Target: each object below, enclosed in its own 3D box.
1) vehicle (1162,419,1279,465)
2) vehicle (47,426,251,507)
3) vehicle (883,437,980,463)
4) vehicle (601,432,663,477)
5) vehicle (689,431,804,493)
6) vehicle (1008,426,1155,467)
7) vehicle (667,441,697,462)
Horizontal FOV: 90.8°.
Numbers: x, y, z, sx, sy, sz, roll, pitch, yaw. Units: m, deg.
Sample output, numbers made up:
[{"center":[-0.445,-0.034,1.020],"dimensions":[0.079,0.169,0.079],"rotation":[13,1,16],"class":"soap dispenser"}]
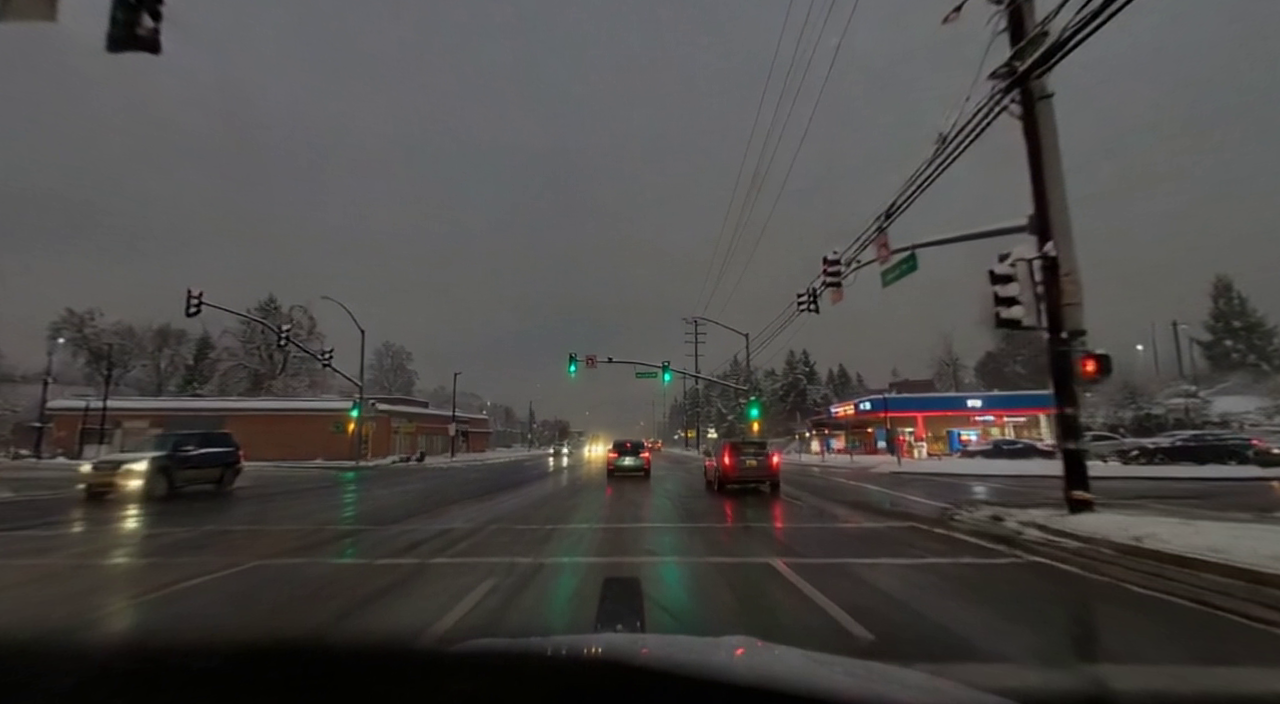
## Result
[{"center":[24.198,3.611,25.436],"dimensions":[4.661,1.722,1.895],"rotation":[0,-8,-2],"class":"vehicle"},{"center":[-14.339,3.346,18.955],"dimensions":[2.233,2.072,4.813],"rotation":[0,-8,-1],"class":"vehicle"},{"center":[16.984,5.720,36.968],"dimensions":[4.749,1.465,1.938],"rotation":[0,-8,-3],"class":"vehicle"},{"center":[-0.287,3.721,23.097],"dimensions":[2.065,1.484,3.894],"rotation":[0,-8,-1],"class":"vehicle"},{"center":[2.723,2.964,17.413],"dimensions":[2.208,1.436,4.542],"rotation":[0,-8,-3],"class":"vehicle"},{"center":[17.389,3.749,25.015],"dimensions":[4.436,1.503,1.844],"rotation":[0,-8,-2],"class":"vehicle"},{"center":[3.170,7.651,48.691],"dimensions":[1.971,1.477,4.121],"rotation":[0,-8,-1],"class":"vehicle"}]
